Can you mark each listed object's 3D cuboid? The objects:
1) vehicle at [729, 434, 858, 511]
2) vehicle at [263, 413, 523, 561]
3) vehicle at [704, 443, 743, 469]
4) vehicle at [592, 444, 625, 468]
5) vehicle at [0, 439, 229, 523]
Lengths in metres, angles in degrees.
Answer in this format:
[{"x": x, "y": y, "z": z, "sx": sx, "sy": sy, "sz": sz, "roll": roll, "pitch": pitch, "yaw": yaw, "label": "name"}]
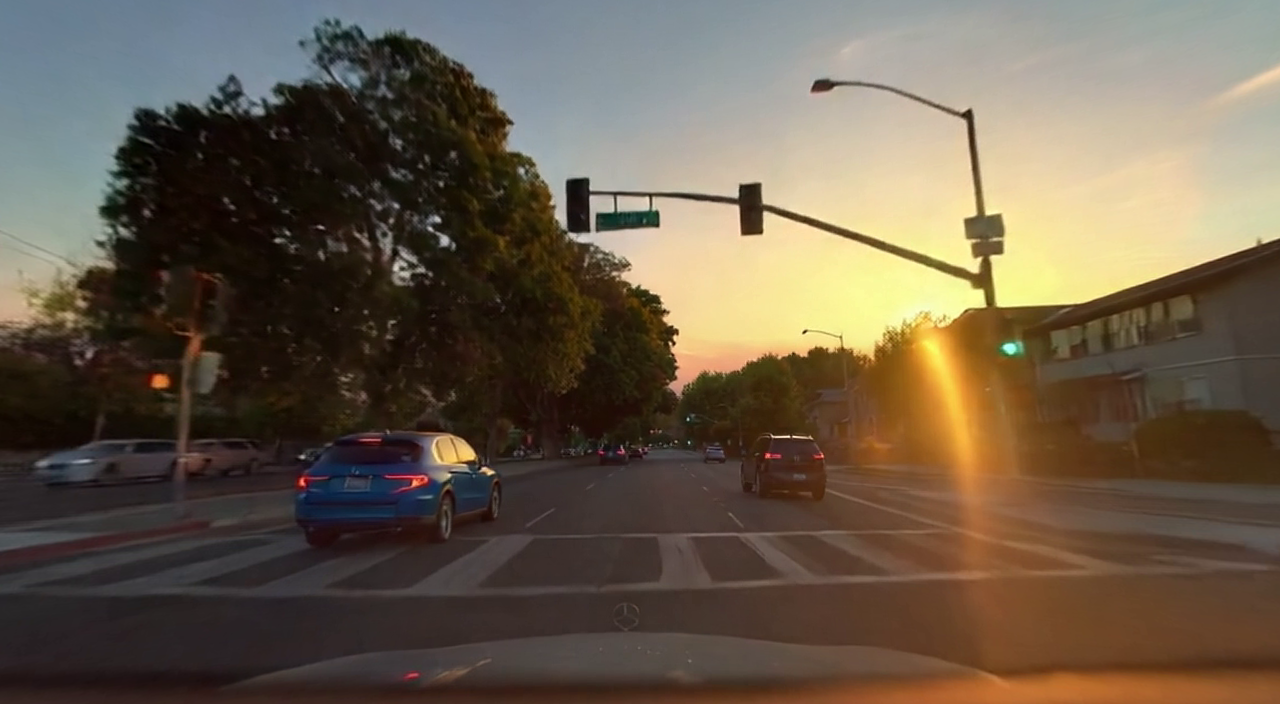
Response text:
[{"x": 3.685, "y": 2.959, "z": 16.087, "sx": 2.132, "sy": 1.659, "sz": 4.387, "roll": 0, "pitch": -8, "yaw": -1, "label": "vehicle"}, {"x": -3.290, "y": 1.901, "z": 9.682, "sx": 2.045, "sy": 1.688, "sz": 4.632, "roll": 0, "pitch": -8, "yaw": 1, "label": "vehicle"}, {"x": 5.656, "y": 7.125, "z": 43.403, "sx": 2.169, "sy": 1.669, "sz": 4.037, "roll": 0, "pitch": -8, "yaw": 1, "label": "vehicle"}, {"x": -2.148, "y": 7.240, "z": 44.354, "sx": 1.988, "sy": 1.569, "sz": 4.202, "roll": 0, "pitch": -8, "yaw": 2, "label": "vehicle"}, {"x": -11.741, "y": 2.746, "z": 14.191, "sx": 2.006, "sy": 1.492, "sz": 4.672, "roll": -2, "pitch": -8, "yaw": -2, "label": "vehicle"}]
